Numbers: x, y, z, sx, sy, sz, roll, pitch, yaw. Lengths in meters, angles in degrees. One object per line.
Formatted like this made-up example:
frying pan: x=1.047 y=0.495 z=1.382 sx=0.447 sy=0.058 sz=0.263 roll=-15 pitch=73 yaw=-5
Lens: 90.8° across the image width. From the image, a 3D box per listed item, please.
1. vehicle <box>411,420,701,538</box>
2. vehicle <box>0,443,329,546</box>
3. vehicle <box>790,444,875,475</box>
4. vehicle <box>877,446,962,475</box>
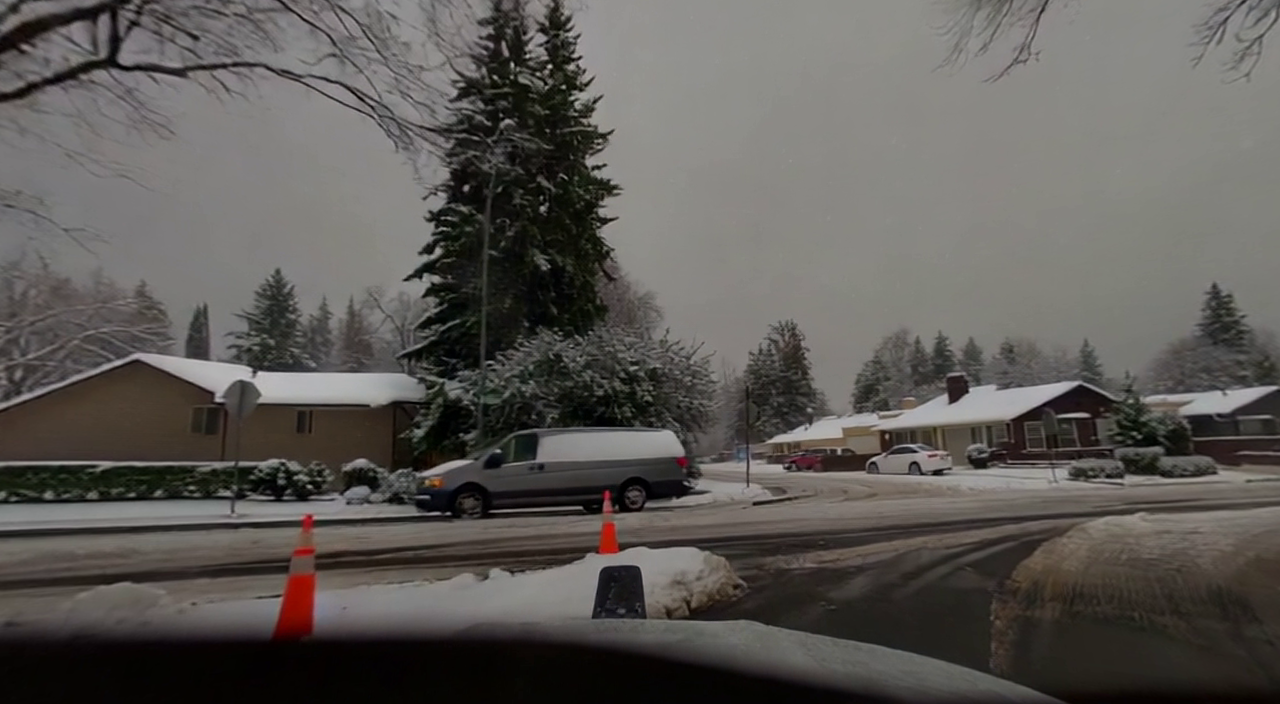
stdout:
vehicle: x=-1.591 y=2.298 z=11.951 sx=5.047 sy=1.851 sz=2.103 roll=3 pitch=-9 yaw=-20
vehicle: x=-10.306 y=2.764 z=12.898 sx=6.643 sy=1.777 sz=2.925 roll=3 pitch=-9 yaw=-17
vehicle: x=12.892 y=7.179 z=42.361 sx=4.984 sy=1.912 sz=2.132 roll=3 pitch=-9 yaw=-16
vehicle: x=15.141 y=5.872 z=34.294 sx=3.863 sy=1.453 sz=1.826 roll=3 pitch=-8 yaw=-15
